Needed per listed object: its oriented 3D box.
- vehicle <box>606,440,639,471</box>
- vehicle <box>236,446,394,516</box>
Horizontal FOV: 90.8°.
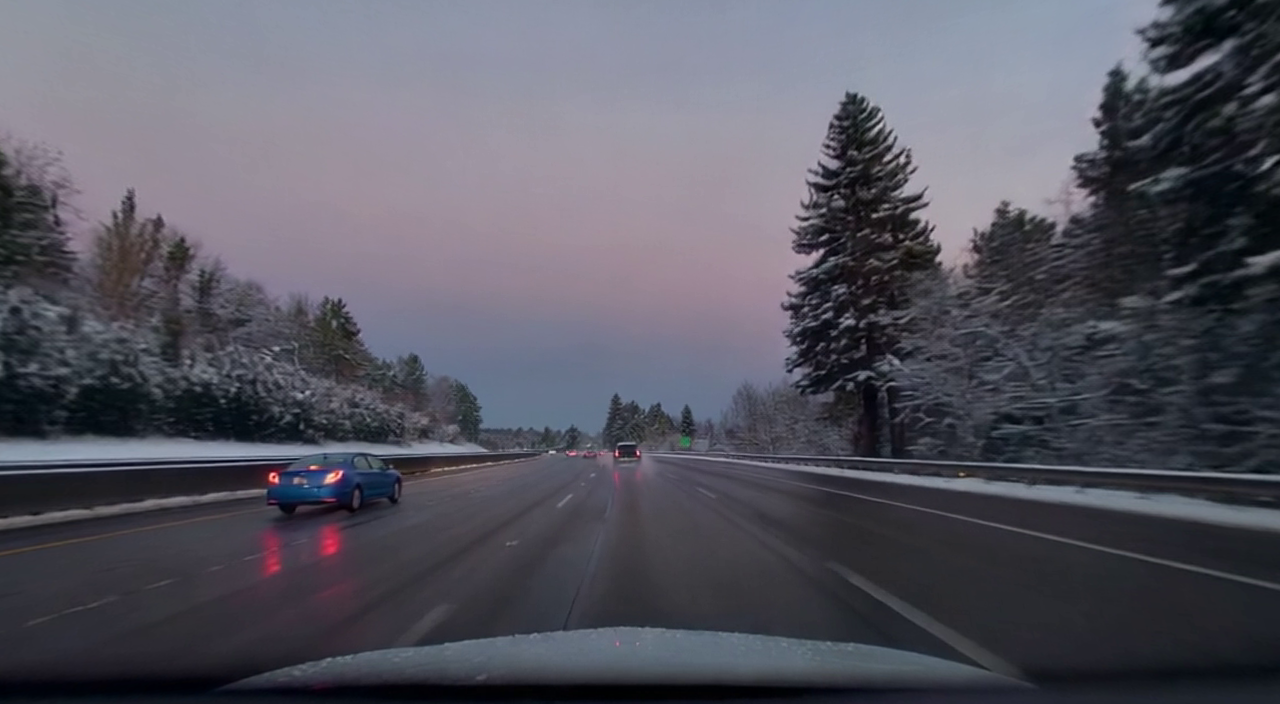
[{"bbox_3d":[-1.176,6.684,40.824,1.990,1.878,4.079,0,-9,-3],"label":"vehicle"},{"bbox_3d":[-7.764,3.074,15.595,1.915,1.479,3.843,0,-9,-1],"label":"vehicle"}]
